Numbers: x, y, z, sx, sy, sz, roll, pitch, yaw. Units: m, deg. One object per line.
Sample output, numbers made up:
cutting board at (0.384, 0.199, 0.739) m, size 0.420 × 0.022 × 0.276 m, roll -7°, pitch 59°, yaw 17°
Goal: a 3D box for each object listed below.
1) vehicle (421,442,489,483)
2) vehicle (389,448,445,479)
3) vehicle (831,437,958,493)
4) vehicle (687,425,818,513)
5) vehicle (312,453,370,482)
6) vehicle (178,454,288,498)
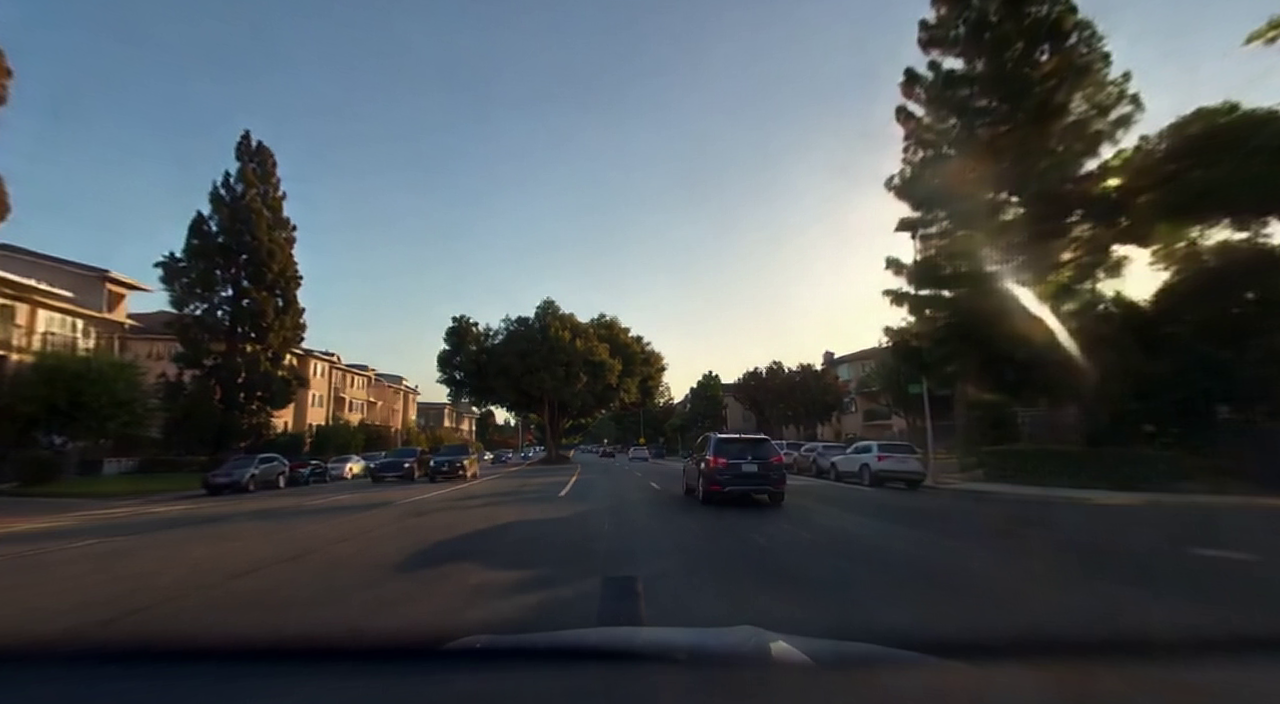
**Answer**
vehicle at (-9.084, 5.435, 31.496) m, size 2.233 × 1.850 × 4.801 m, roll 0°, pitch -8°, yaw -4°
vehicle at (-13.397, 6.679, 38.219) m, size 2.008 × 1.759 × 4.485 m, roll 0°, pitch -9°, yaw -3°
vehicle at (8.927, 3.987, 22.762) m, size 2.186 × 1.750 × 4.805 m, roll 1°, pitch -9°, yaw -5°
vehicle at (2.458, 2.706, 15.100) m, size 2.085 × 1.763 × 4.490 m, roll 0°, pitch -8°, yaw -3°
vehicle at (-19.590, 7.550, 41.656) m, size 1.871 × 1.712 × 4.710 m, roll 0°, pitch -8°, yaw -5°
vehicle at (-18.678, 5.656, 29.296) m, size 2.145 × 1.764 × 4.653 m, roll 0°, pitch -8°, yaw -3°
